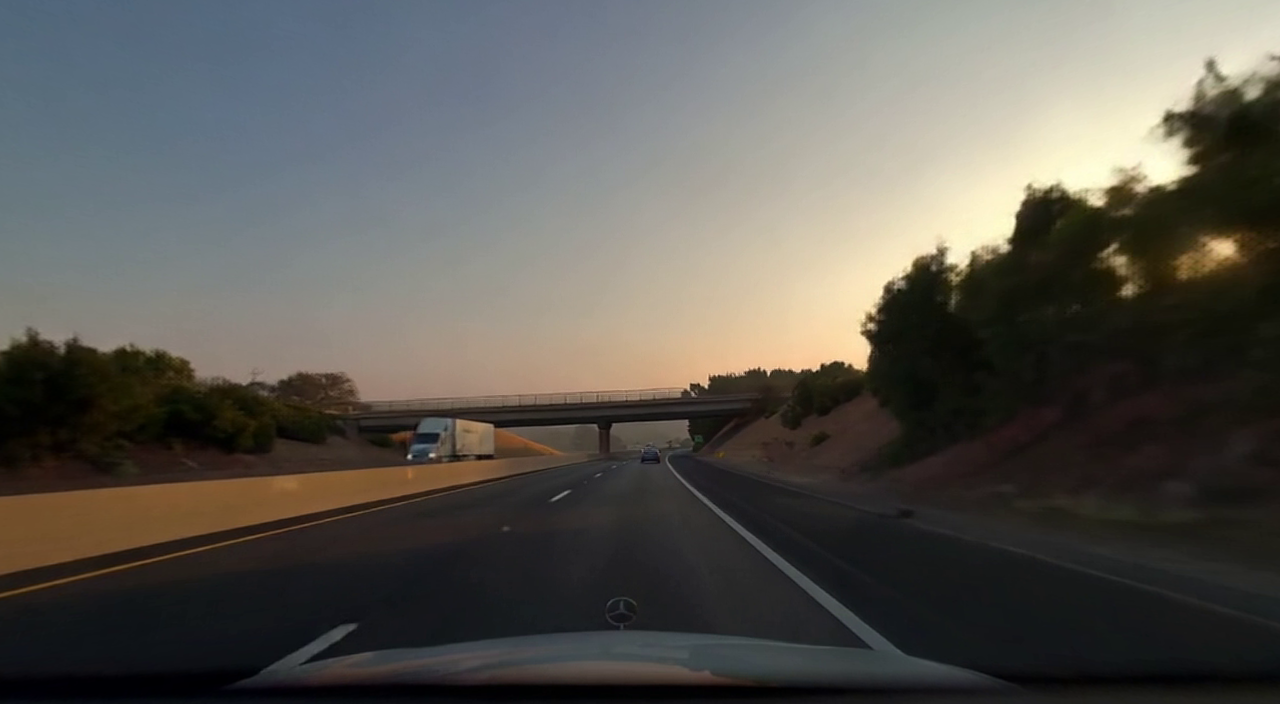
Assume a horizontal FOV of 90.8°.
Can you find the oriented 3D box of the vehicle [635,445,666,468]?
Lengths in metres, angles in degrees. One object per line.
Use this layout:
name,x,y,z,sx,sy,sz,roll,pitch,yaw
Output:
vehicle,0.797,7.864,47.566,2.221,1.603,4.149,0,-9,1
